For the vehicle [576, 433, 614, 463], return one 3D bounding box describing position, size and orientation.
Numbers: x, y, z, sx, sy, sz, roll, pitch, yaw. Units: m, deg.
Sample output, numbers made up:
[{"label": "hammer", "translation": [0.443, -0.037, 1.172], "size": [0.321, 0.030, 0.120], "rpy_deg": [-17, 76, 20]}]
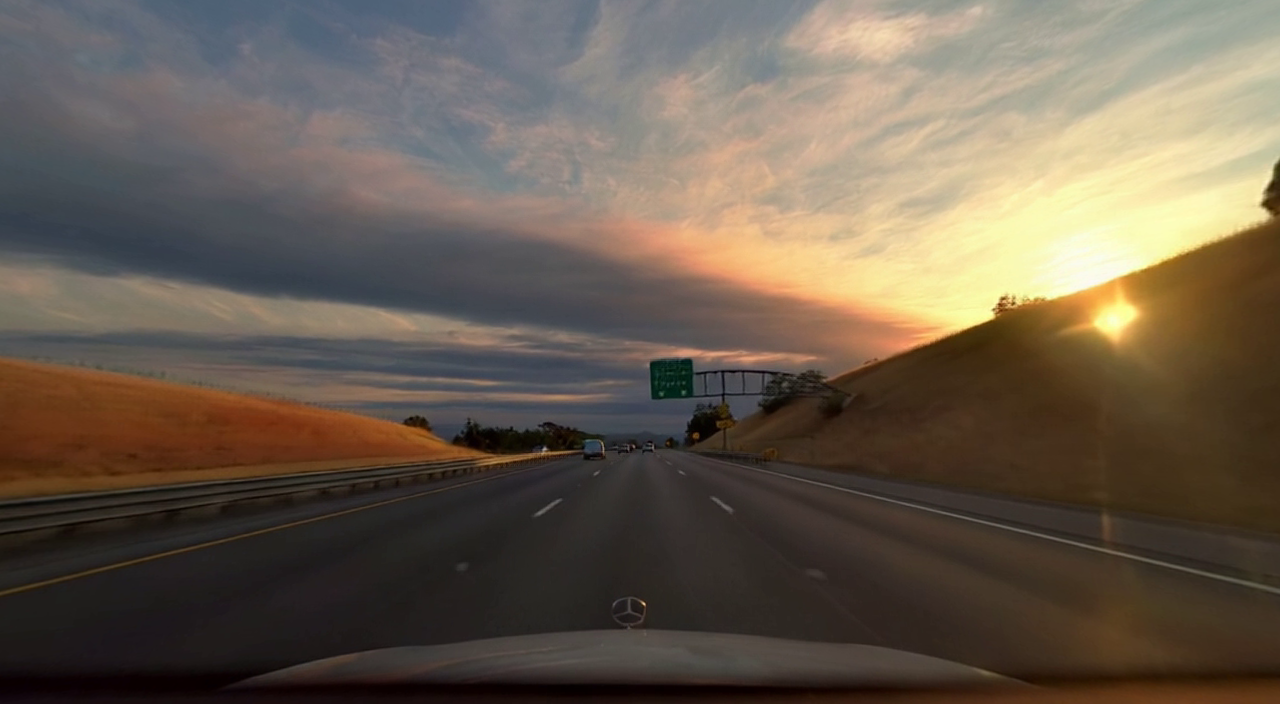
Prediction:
[{"label": "vehicle", "translation": [-3.152, 6.933, 45.358], "size": [2.286, 2.011, 4.452], "rpy_deg": [0, -8, 2]}]
